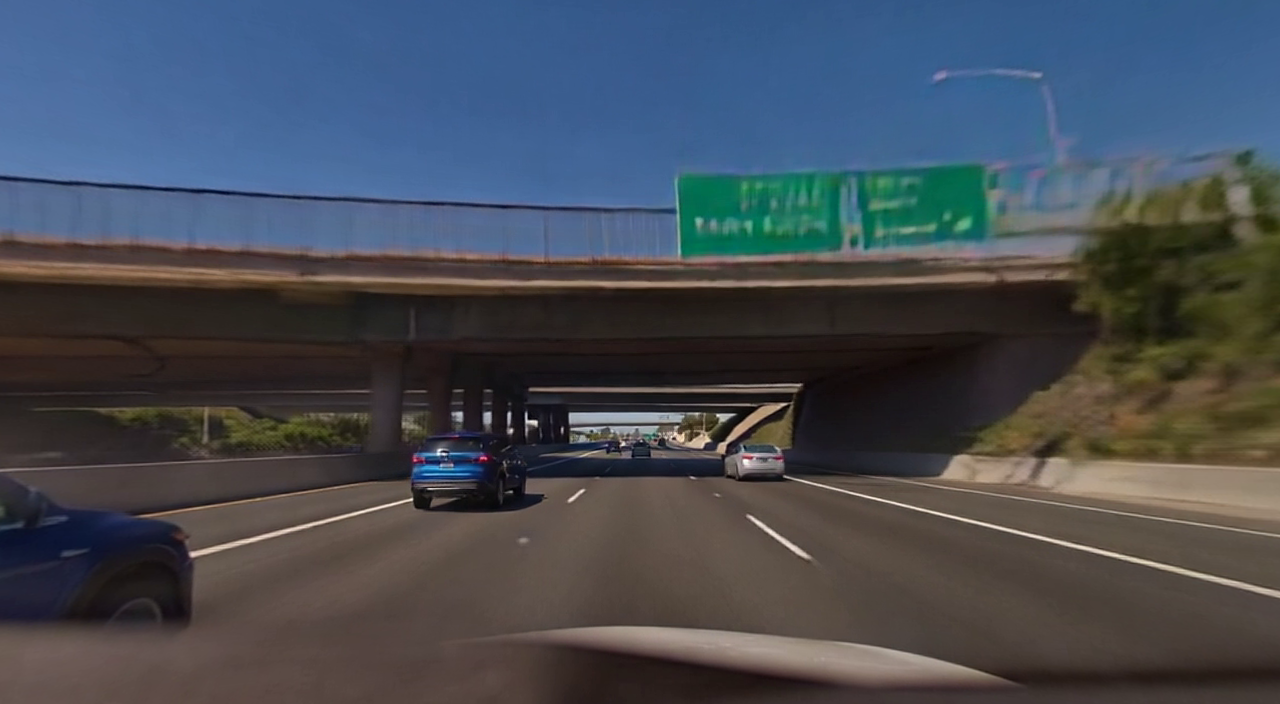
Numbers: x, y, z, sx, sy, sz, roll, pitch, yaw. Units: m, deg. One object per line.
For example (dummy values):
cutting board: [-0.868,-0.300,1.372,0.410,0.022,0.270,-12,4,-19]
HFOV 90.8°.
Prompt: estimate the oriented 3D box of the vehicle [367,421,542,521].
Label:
vehicle: [-3.378,2.267,12.526,2.193,1.641,4.077,0,-8,0]

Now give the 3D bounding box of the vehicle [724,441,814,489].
vehicle: [4.172,3.728,21.266,2.083,1.453,4.307,0,-8,-1]

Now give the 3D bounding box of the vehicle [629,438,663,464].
vehicle: [0.428,7.308,46.795,2.428,1.841,4.402,0,-8,0]

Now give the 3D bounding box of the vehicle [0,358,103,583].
vehicle: [-6.797,0.804,3.934,2.327,1.958,5.113,0,-8,0]
